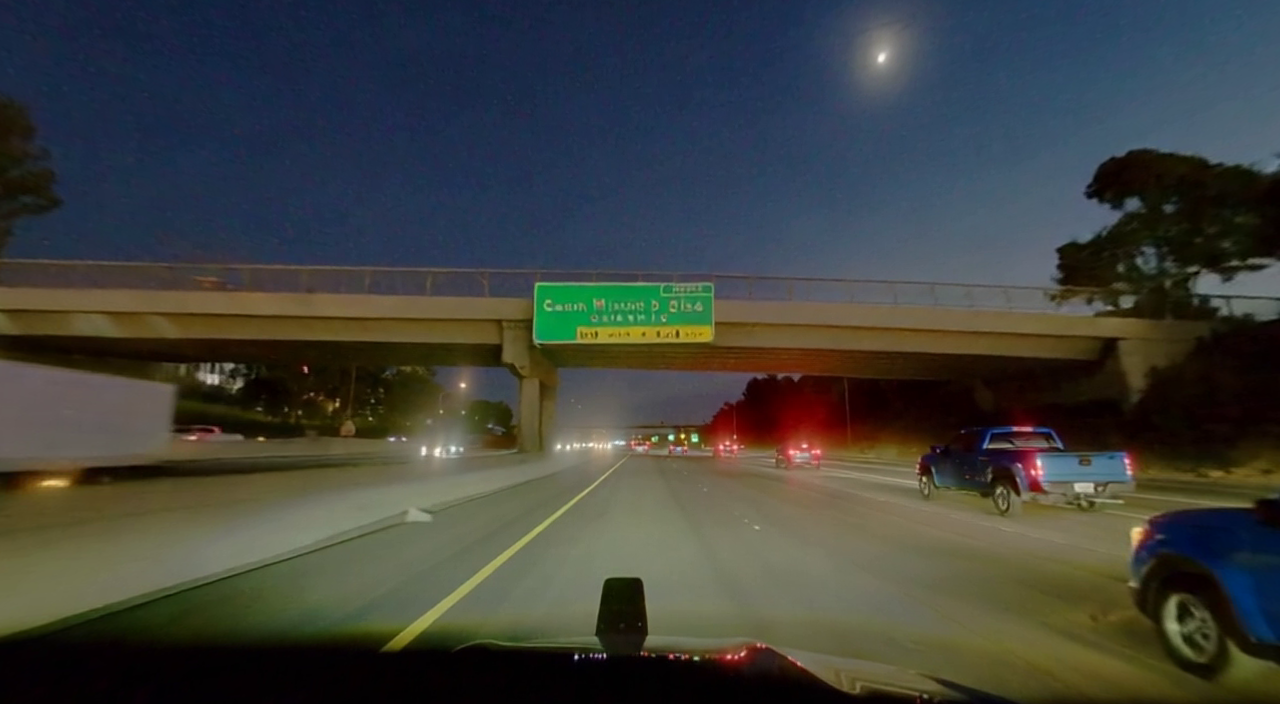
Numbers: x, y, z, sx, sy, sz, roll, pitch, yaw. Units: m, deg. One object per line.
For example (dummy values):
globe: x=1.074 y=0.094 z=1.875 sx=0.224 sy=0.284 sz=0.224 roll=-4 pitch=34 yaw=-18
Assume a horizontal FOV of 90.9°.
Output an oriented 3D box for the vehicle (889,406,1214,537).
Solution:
vehicle: x=7.047 y=2.127 z=12.008 sx=2.182 sy=1.852 sz=5.926 roll=0 pitch=-8 yaw=0

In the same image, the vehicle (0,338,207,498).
vehicle: x=-18.066 y=1.763 z=16.685 sx=3.056 sy=4.112 sz=14.213 roll=0 pitch=-8 yaw=0
